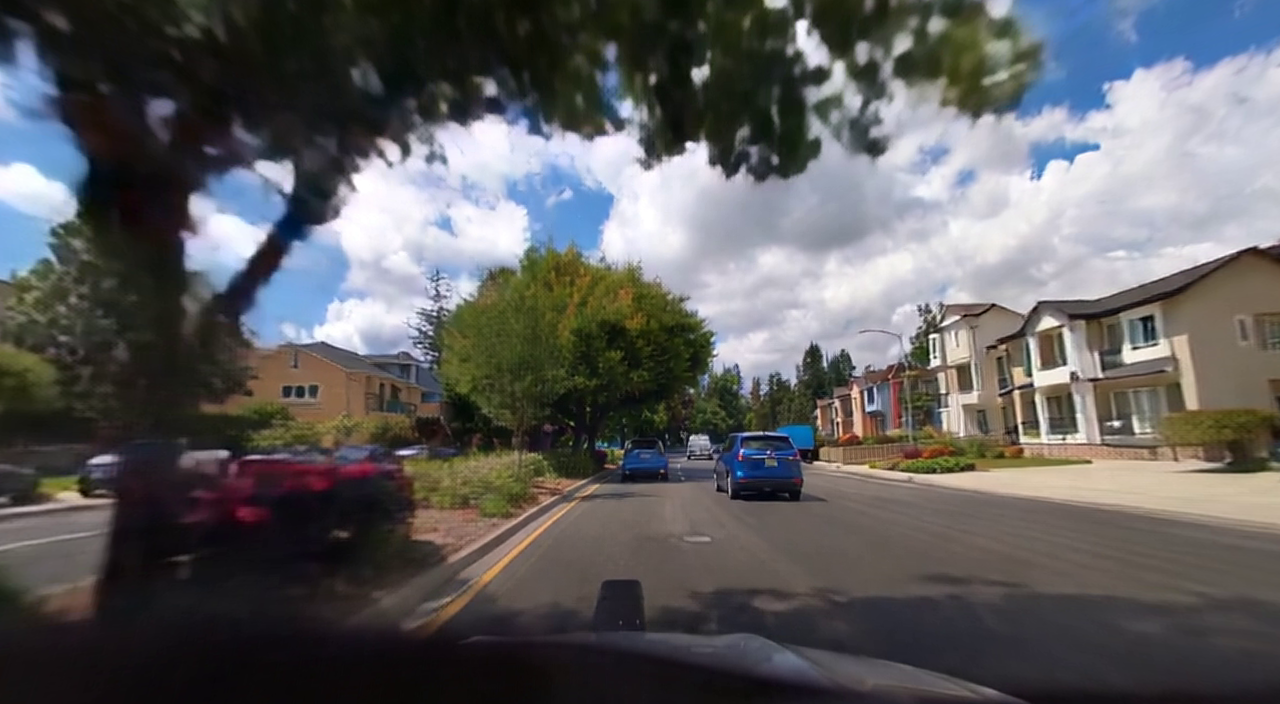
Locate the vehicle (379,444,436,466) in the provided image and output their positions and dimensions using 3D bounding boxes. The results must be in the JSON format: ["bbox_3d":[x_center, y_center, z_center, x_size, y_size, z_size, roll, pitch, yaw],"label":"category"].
[{"bbox_3d":[-17.222,7.730,47.128,2.008,1.487,5.078,-2,-10,4],"label":"vehicle"}]

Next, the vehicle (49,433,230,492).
[{"bbox_3d":[-18.587,4.178,23.965,2.195,1.894,5.489,-2,-10,3],"label":"vehicle"}]

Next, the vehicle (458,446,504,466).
[{"bbox_3d":[-12.215,8.011,48.717,1.884,1.454,4.858,-1,-9,5],"label":"vehicle"}]

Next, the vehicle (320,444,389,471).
[{"bbox_3d":[-18.101,6.748,40.332,2.010,1.609,4.549,-1,-10,3],"label":"vehicle"}]

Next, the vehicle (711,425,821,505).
[{"bbox_3d":[3.142,2.944,16.802,2.033,1.823,4.409,0,-9,0],"label":"vehicle"}]

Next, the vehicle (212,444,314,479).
[{"bbox_3d":[-18.539,5.442,31.359,1.961,1.556,4.791,-2,-10,2],"label":"vehicle"}]

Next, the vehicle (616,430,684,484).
[{"bbox_3d":[0.409,4.003,24.313,2.345,1.841,5.032,0,-9,2],"label":"vehicle"}]
